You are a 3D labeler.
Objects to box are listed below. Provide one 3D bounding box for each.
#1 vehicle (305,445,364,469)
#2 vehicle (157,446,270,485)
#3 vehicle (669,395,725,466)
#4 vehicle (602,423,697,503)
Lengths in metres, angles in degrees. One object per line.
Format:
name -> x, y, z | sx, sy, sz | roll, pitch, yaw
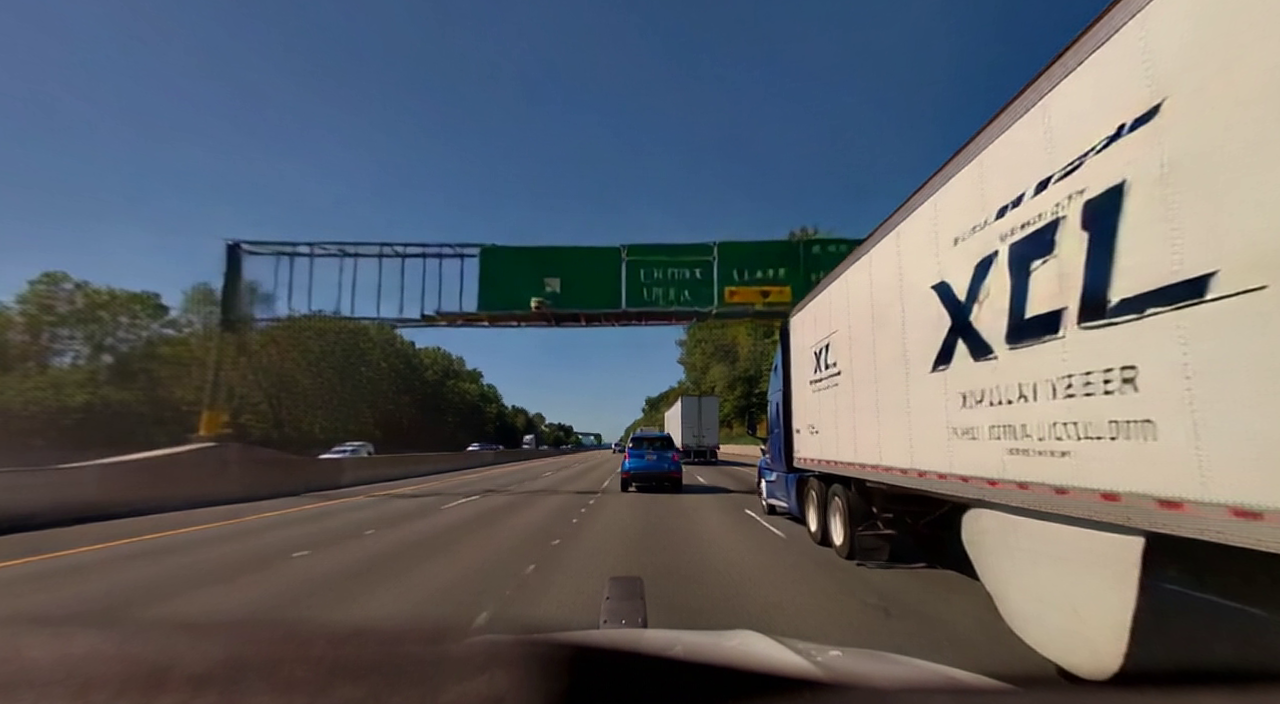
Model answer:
vehicle -> -22.074, 7.584, 45.579 | 1.906, 1.591, 4.494 | 0, -8, 1
vehicle -> -18.642, 4.942, 27.736 | 1.902, 1.557, 4.326 | 0, -8, 1
vehicle -> 3.695, 5.766, 44.957 | 2.909, 4.135, 15.820 | 0, -8, 1
vehicle -> 0.233, 2.723, 15.749 | 2.054, 1.706, 4.201 | 0, -8, 1
